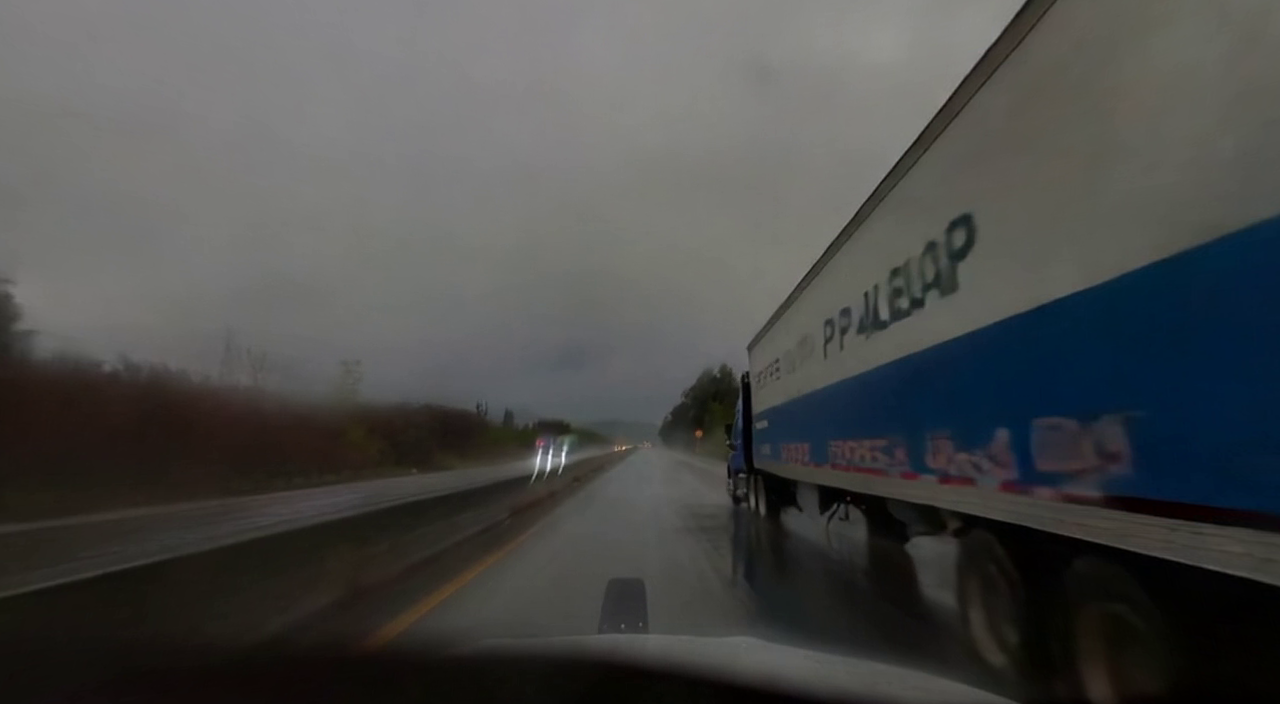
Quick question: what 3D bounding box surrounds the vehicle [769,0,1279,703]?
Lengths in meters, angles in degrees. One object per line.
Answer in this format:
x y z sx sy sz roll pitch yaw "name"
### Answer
3.989 0.200 5.228 3.341 4.269 12.252 0 -9 0 "vehicle"
